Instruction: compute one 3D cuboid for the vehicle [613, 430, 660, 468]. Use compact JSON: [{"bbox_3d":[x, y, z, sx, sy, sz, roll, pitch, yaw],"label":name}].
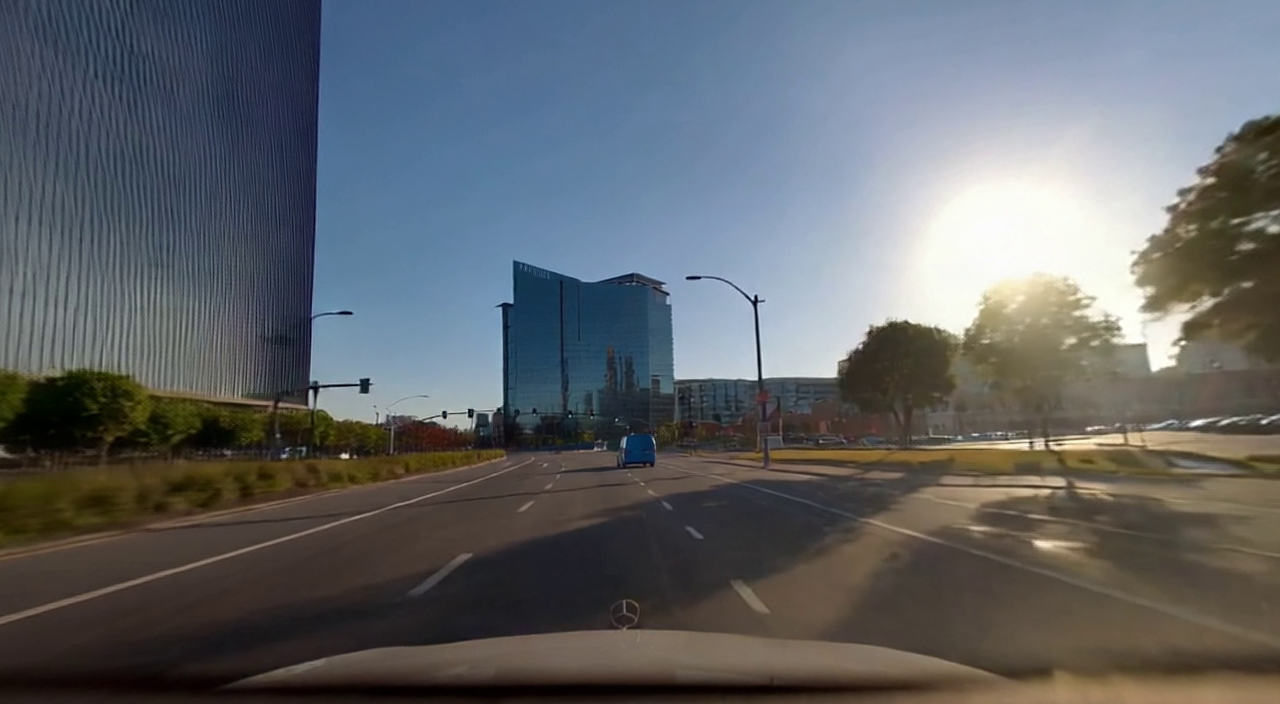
[{"bbox_3d":[-0.285,6.298,40.974,2.339,2.244,4.817,1,-9,-9],"label":"vehicle"}]
